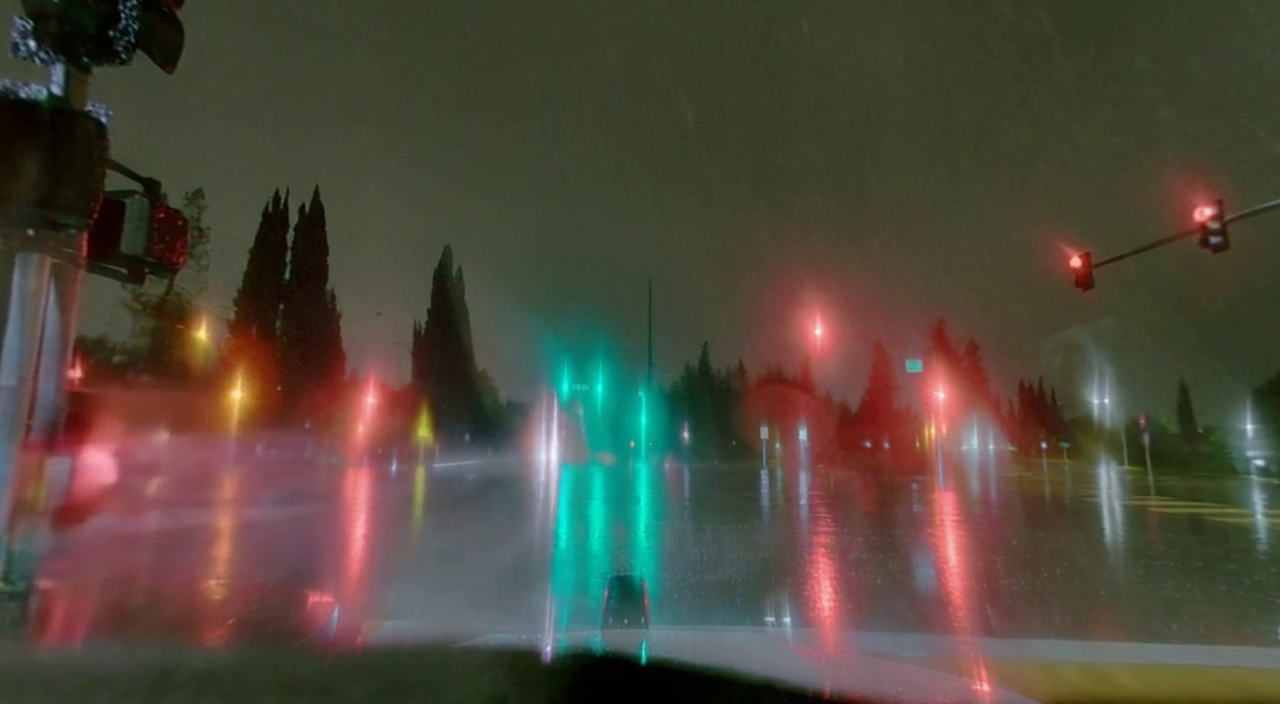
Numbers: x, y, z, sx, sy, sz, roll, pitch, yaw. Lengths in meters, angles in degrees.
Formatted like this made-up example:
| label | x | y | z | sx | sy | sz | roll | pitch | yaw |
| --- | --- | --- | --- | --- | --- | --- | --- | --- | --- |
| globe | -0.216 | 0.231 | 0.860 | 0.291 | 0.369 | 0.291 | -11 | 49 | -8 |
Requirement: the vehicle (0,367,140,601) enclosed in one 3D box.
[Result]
| label | x | y | z | sx | sy | sz | roll | pitch | yaw |
| --- | --- | --- | --- | --- | --- | --- | --- | --- | --- |
| vehicle | -6.091 | 0.810 | 3.437 | 2.234 | 1.796 | 5.416 | 0 | -8 | 0 |
